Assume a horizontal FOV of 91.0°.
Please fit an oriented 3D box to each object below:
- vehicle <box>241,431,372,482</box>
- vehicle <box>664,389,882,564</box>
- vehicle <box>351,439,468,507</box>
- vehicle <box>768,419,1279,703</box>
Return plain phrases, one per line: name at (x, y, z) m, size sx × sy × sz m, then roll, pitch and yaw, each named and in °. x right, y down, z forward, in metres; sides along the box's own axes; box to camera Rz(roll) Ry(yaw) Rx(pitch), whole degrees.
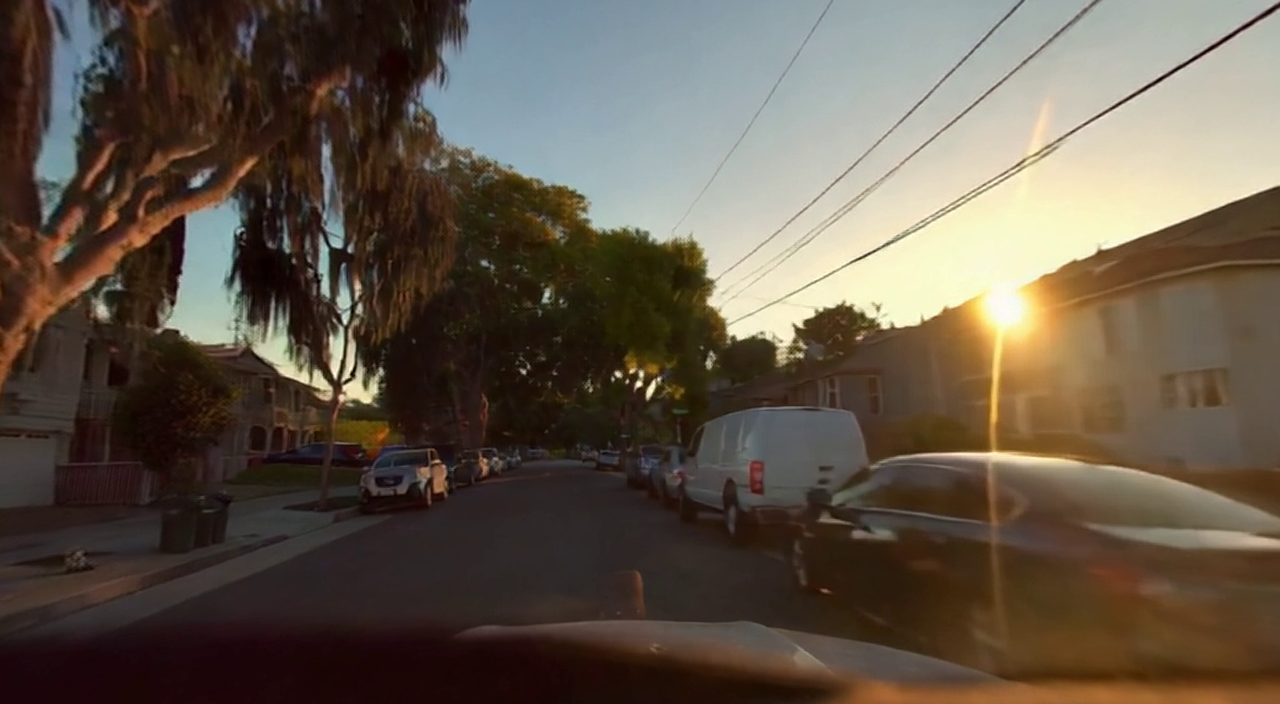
vehicle at (-13.202, 4.122, 25.165) m, size 4.153 × 1.550 × 2.029 m, roll -1°, pitch -2°, yaw -8°
vehicle at (1.790, 1.838, 10.438) m, size 1.993 × 2.129 × 4.893 m, roll -1°, pitch -7°, yaw -7°
vehicle at (-6.109, 3.204, 17.318) m, size 1.908 × 1.493 × 4.806 m, roll 3°, pitch -8°, yaw -7°
vehicle at (2.440, 1.161, 3.825) m, size 1.828 × 1.442 × 4.476 m, roll -1°, pitch -7°, yaw -8°
